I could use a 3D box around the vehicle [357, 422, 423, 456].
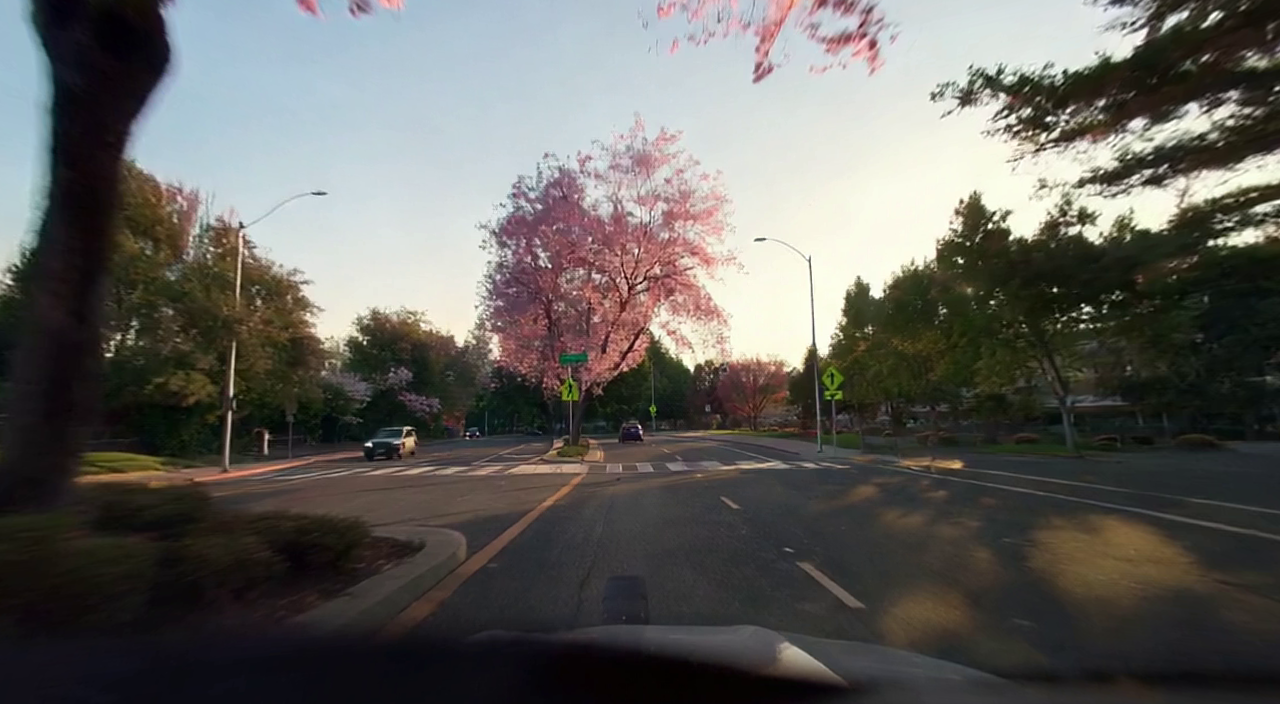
[{"bbox_3d":[-14.991,5.275,37.962,2.182,1.933,4.940,0,-8,-3],"label":"vehicle"}]
